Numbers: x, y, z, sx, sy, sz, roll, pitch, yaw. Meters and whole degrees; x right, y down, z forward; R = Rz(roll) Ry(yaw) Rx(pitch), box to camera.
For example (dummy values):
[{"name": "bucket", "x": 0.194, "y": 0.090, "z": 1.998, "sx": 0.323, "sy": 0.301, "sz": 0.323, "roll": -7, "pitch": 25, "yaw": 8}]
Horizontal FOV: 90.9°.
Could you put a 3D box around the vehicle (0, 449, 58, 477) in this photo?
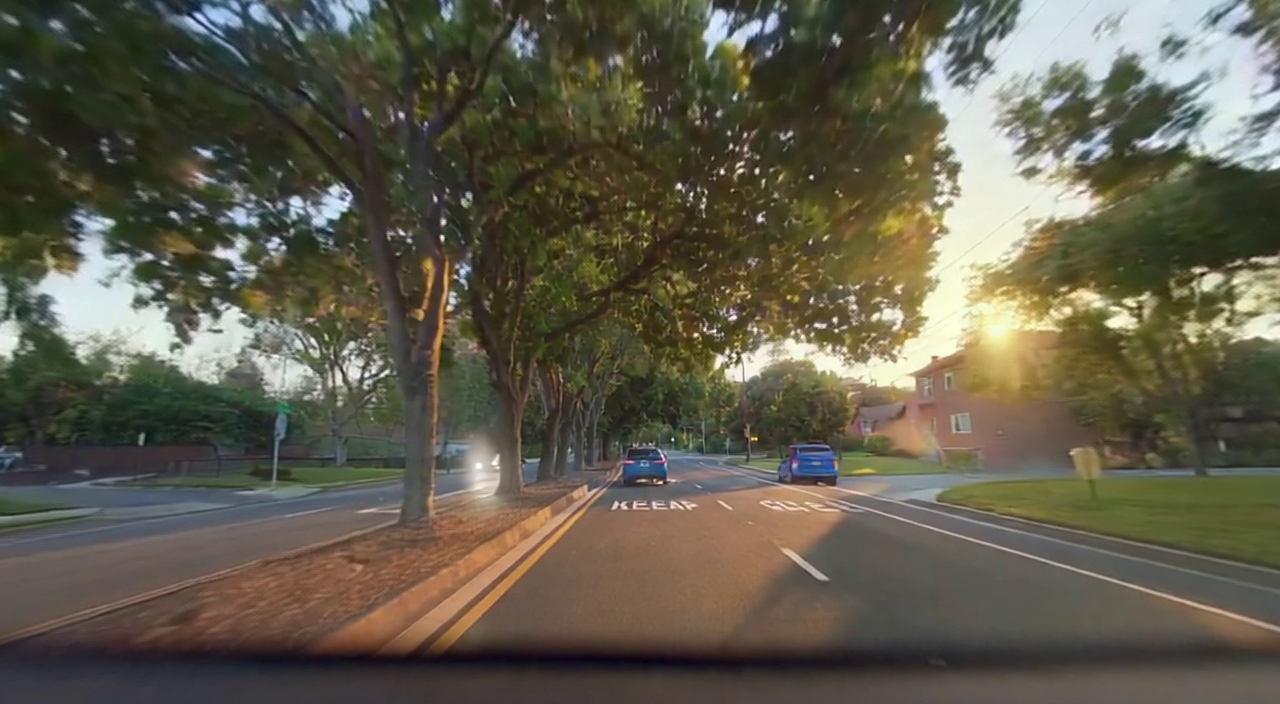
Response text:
[{"name": "vehicle", "x": -39.112, "y": 6.886, "z": 39.155, "sx": 1.858, "sy": 1.621, "sz": 3.767, "roll": -2, "pitch": -9, "yaw": 12}]

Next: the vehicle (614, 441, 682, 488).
[{"name": "vehicle", "x": 0.257, "y": 3.953, "z": 22.495, "sx": 2.158, "sy": 1.469, "sz": 4.909, "roll": 0, "pitch": -9, "yaw": 0}]

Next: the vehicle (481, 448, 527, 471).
[{"name": "vehicle", "x": -9.178, "y": 7.303, "z": 42.919, "sx": 2.030, "sy": 1.468, "sz": 4.469, "roll": -1, "pitch": -9, "yaw": 2}]
